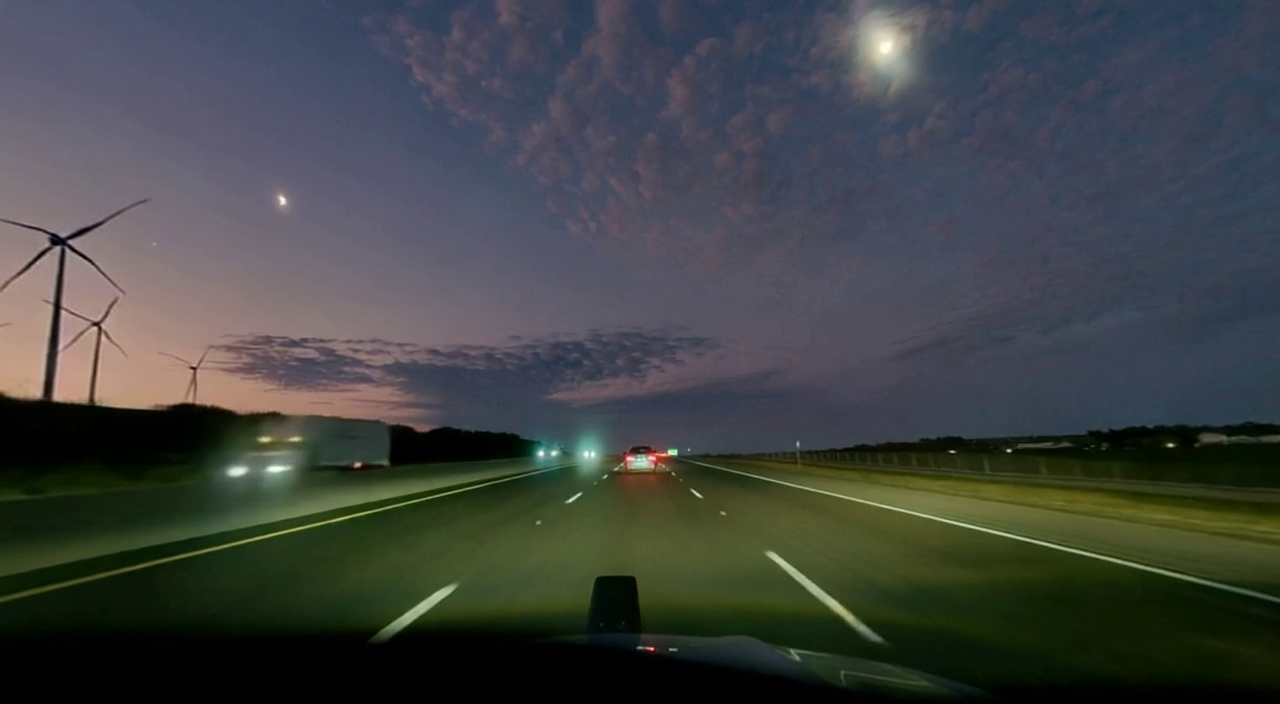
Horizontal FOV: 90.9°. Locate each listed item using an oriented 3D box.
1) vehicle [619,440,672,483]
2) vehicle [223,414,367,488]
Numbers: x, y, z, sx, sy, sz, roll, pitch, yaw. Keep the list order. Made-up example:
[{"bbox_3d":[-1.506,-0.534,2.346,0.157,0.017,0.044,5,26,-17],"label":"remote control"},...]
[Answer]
[{"bbox_3d":[0.211,4.610,26.739,2.083,1.653,3.787,0,-9,-1],"label":"vehicle"},{"bbox_3d":[-15.753,4.616,29.531,2.585,3.015,7.117,0,-9,0],"label":"vehicle"}]
